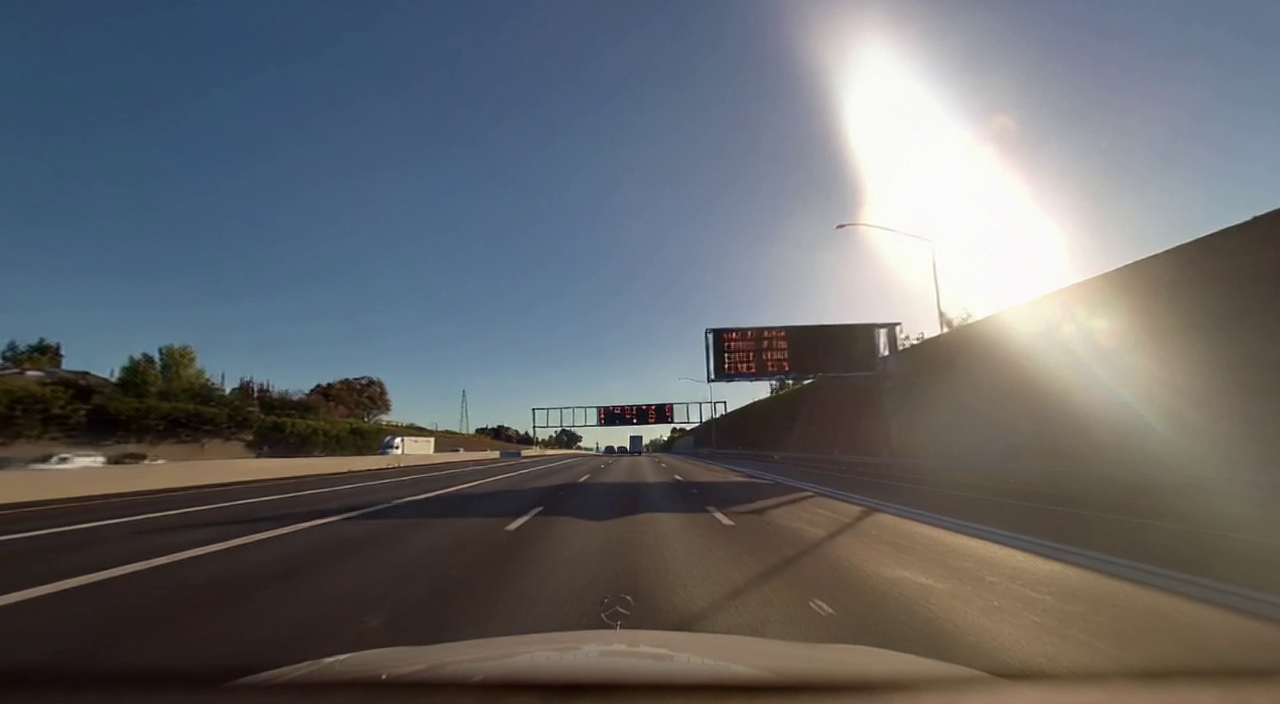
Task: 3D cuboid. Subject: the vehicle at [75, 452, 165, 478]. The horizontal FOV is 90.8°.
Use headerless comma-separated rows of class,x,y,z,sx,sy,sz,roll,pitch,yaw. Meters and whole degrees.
vehicle,-33.454,7.266,40.833,1.820,1.499,4.637,0,-8,0
